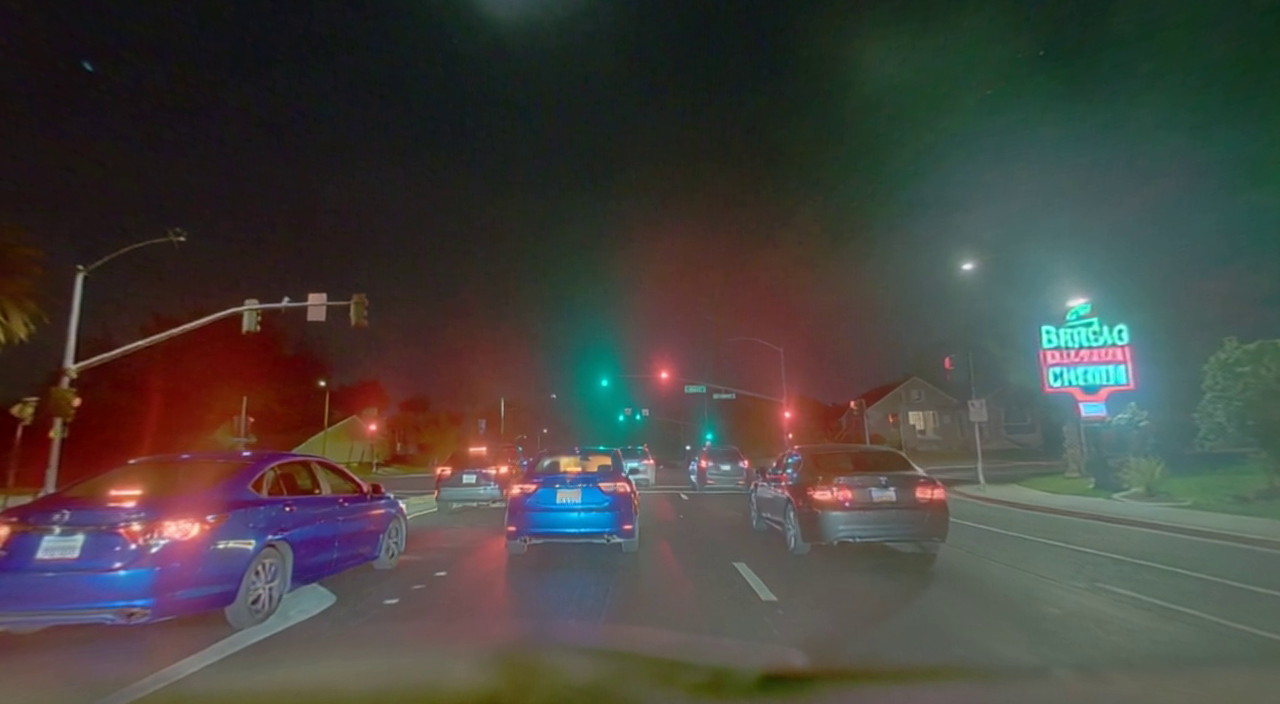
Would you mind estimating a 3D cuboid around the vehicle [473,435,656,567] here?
[{"bbox_3d":[-0.911,2.003,9.253,2.104,1.500,3.815,0,-8,-1],"label":"vehicle"}]

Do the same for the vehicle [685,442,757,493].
[{"bbox_3d":[2.758,4.033,22.407,1.956,1.615,4.205,0,-8,-1],"label":"vehicle"}]

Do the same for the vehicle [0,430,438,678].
[{"bbox_3d":[-3.699,1.556,6.107,2.058,1.474,4.473,0,-8,-1],"label":"vehicle"}]

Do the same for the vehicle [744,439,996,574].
[{"bbox_3d":[2.898,2.029,9.190,2.014,1.464,4.312,0,-8,0],"label":"vehicle"}]
